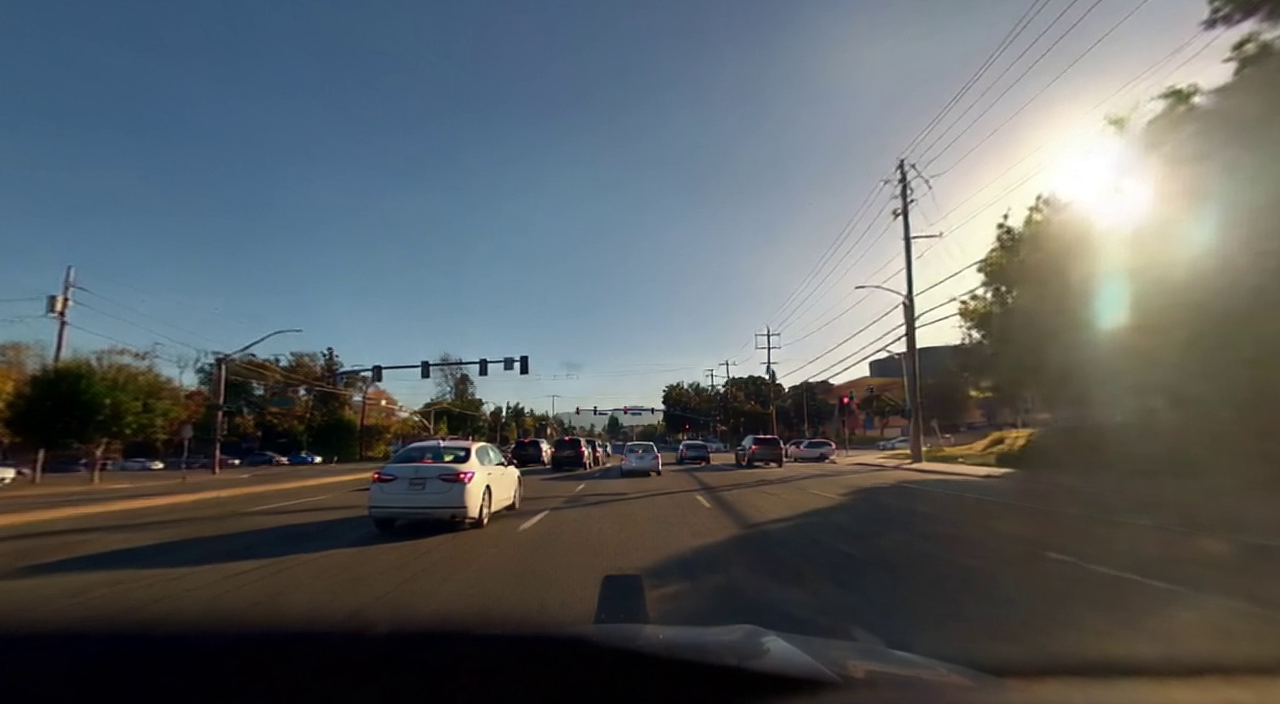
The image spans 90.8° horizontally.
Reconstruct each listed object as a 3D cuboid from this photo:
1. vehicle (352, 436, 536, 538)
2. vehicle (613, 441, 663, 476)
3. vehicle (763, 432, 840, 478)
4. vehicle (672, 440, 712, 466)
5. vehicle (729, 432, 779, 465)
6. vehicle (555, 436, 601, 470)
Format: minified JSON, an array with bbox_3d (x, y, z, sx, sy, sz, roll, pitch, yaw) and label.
[{"bbox_3d":[-3.216,2.290,11.387,1.837,1.463,4.311,0,-8,1],"label":"vehicle"},{"bbox_3d":[-0.082,4.749,28.392,2.098,1.431,3.958,0,-8,0],"label":"vehicle"},{"bbox_3d":[6.496,4.208,25.919,1.945,1.706,4.190,0,-8,-2],"label":"vehicle"},{"bbox_3d":[3.166,6.278,39.595,1.987,1.515,4.521,0,-8,-2],"label":"vehicle"},{"bbox_3d":[7.302,6.248,41.011,2.156,1.982,5.358,0,-8,-1],"label":"vehicle"},{"bbox_3d":[-3.366,5.566,34.938,2.033,1.714,4.278,0,-8,1],"label":"vehicle"}]
